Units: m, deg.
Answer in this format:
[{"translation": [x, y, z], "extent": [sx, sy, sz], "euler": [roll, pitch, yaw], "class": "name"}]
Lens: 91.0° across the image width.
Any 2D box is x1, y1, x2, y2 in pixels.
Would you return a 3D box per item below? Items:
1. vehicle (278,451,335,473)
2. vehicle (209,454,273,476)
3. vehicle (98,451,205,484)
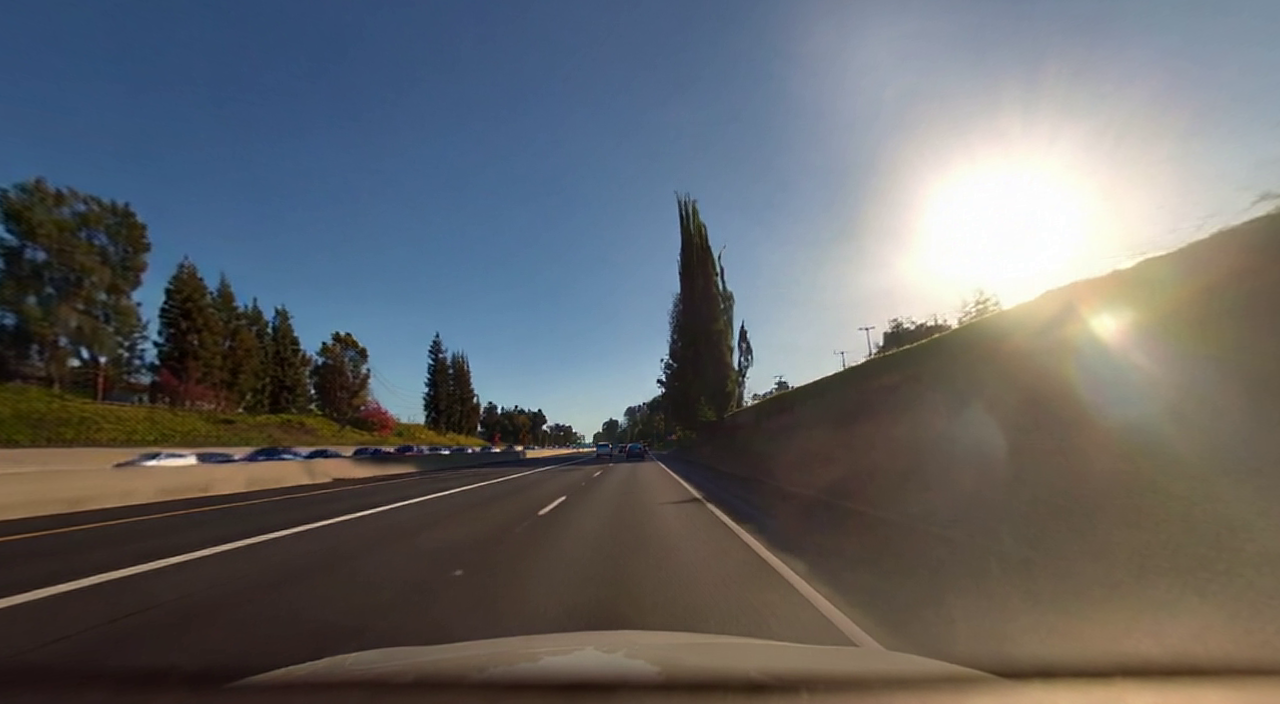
[{"translation": [-25.729, 8.471, 48.712], "extent": [1.878, 1.536, 4.552], "euler": [0, -9, 1], "class": "vehicle"}, {"translation": [-29.414, 8.329, 46.578], "extent": [1.867, 1.544, 4.351], "euler": [0, -9, 0], "class": "vehicle"}, {"translation": [-26.162, 6.175, 33.994], "extent": [1.976, 1.615, 4.634], "euler": [0, -9, 1], "class": "vehicle"}]
